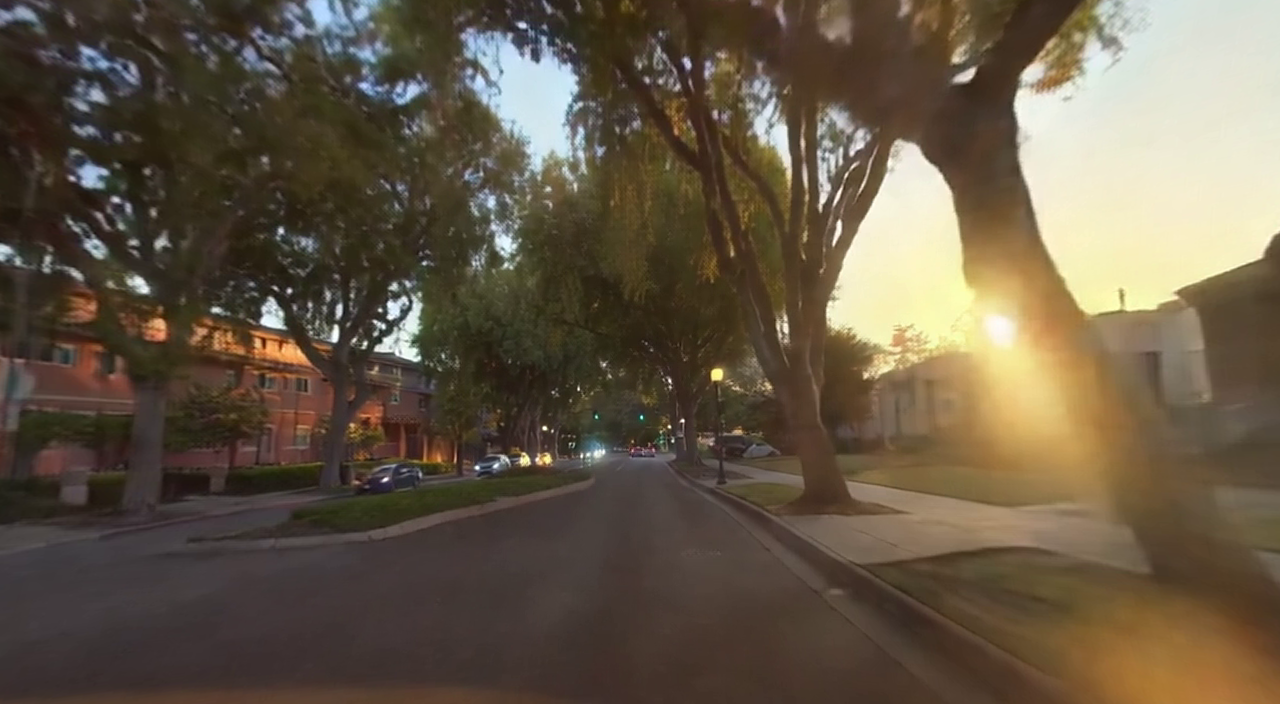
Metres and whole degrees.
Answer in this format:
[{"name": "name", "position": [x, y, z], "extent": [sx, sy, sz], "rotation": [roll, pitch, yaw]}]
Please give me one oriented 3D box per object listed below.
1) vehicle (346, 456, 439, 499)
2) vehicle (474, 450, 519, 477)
[{"name": "vehicle", "position": [-9.976, 5.075, 25.847], "extent": [1.892, 1.484, 4.576], "rotation": [0, -9, 1]}, {"name": "vehicle", "position": [-10.215, 7.928, 45.112], "extent": [1.995, 1.657, 4.609], "rotation": [-2, -8, 3]}]
